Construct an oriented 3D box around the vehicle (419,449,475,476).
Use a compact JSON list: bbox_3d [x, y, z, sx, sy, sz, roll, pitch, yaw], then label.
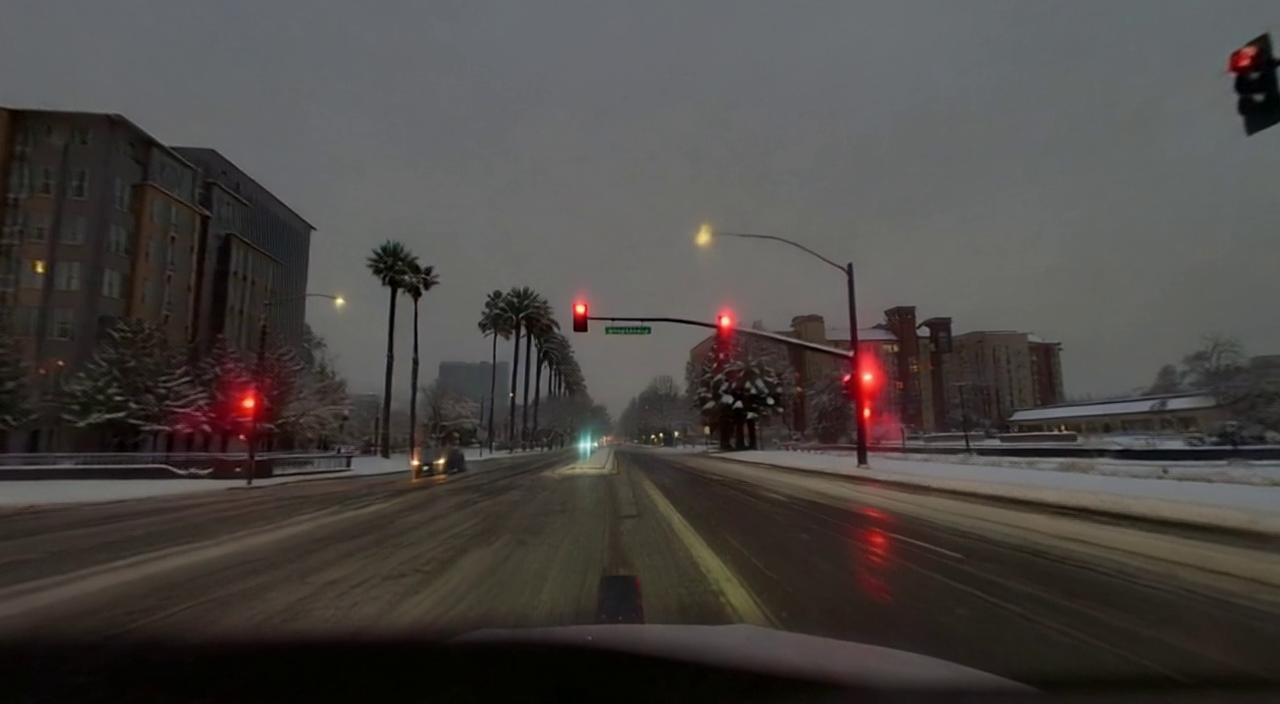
[{"bbox_3d":[-11.391,6.521,37.571,2.149,1.477,4.186,0,-9,-3],"label":"vehicle"}]
